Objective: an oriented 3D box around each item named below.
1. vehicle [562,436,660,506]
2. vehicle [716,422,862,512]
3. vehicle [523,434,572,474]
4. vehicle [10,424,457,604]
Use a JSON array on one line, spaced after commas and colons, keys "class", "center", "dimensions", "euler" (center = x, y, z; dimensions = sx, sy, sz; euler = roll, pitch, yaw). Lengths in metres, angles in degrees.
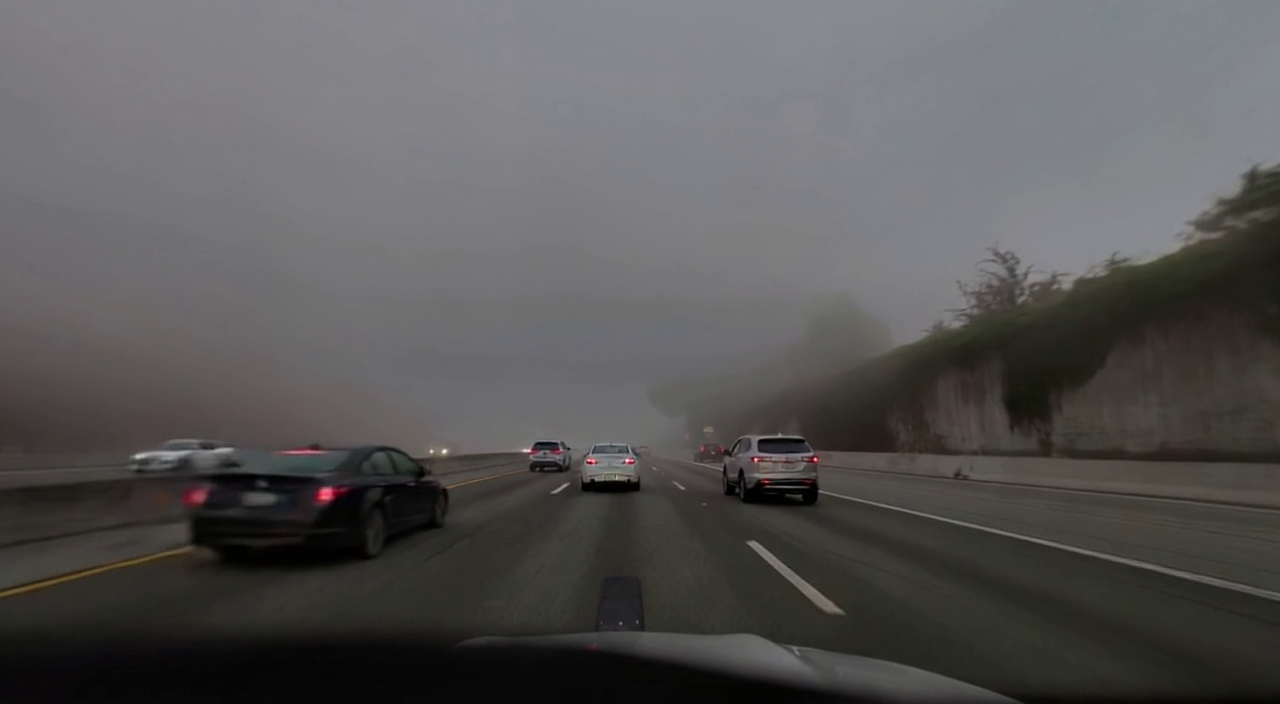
[{"class": "vehicle", "center": [-0.680, 2.864, 15.647], "dimensions": [2.098, 1.475, 3.997], "euler": [0, -8, -2]}, {"class": "vehicle", "center": [3.282, 2.658, 15.080], "dimensions": [2.162, 1.800, 4.693], "euler": [0, -8, -2]}, {"class": "vehicle", "center": [-4.862, 5.444, 33.869], "dimensions": [1.983, 1.948, 4.822], "euler": [0, -8, -1]}, {"class": "vehicle", "center": [-4.242, 1.776, 8.119], "dimensions": [2.214, 1.512, 5.389], "euler": [0, -8, -1]}]
